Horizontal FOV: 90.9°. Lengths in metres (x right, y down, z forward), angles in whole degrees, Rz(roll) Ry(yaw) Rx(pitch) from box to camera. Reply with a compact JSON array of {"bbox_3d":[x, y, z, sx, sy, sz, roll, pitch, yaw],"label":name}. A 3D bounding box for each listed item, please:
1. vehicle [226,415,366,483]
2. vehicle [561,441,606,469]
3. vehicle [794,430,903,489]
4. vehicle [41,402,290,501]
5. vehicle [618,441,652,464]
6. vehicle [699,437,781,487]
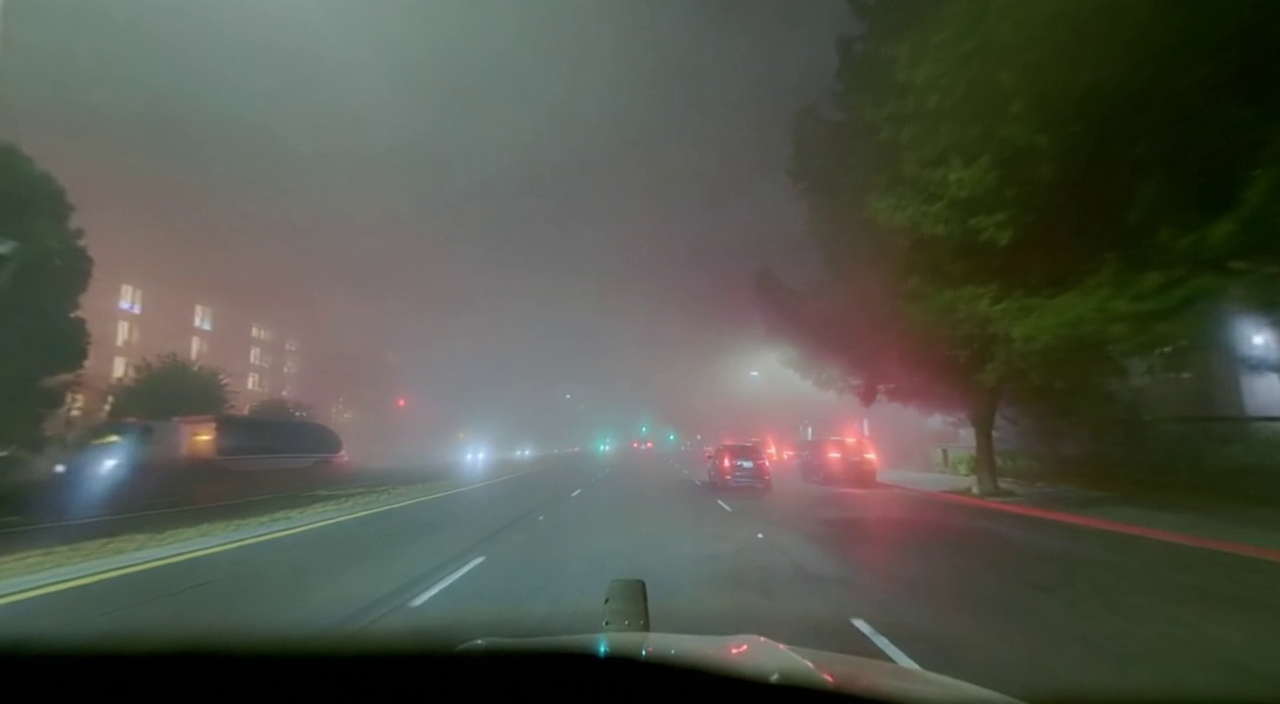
[{"bbox_3d":[-19.031,5.479,35.829,2.780,3.339,8.934,0,-8,1],"label":"vehicle"},{"bbox_3d":[-3.134,5.793,35.656,2.082,1.467,4.379,0,-8,1],"label":"vehicle"},{"bbox_3d":[6.906,3.601,21.488,2.023,1.758,4.795,0,-8,-1],"label":"vehicle"},{"bbox_3d":[-19.112,4.139,26.683,2.995,3.396,9.534,0,-8,1],"label":"vehicle"},{"bbox_3d":[-0.300,6.656,41.892,2.101,1.480,3.929,0,-8,0],"label":"vehicle"},{"bbox_3d":[3.235,3.672,21.377,1.990,1.486,4.431,0,-8,-1],"label":"vehicle"}]
